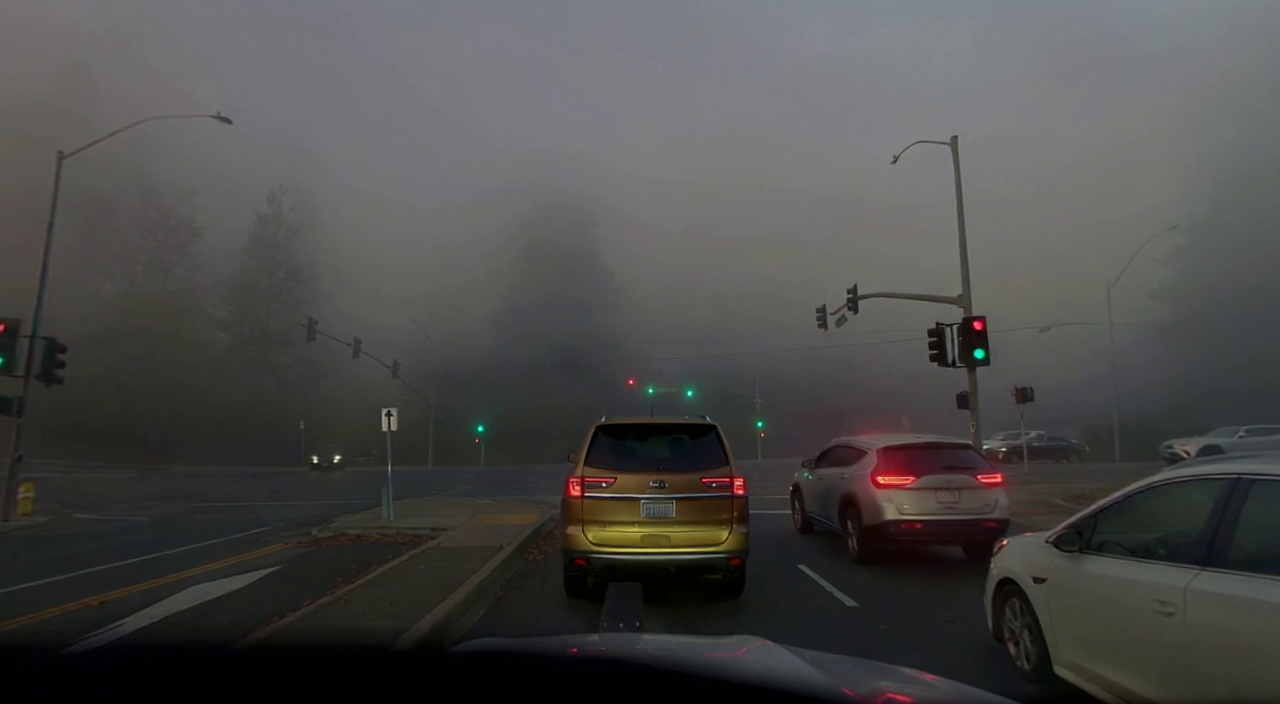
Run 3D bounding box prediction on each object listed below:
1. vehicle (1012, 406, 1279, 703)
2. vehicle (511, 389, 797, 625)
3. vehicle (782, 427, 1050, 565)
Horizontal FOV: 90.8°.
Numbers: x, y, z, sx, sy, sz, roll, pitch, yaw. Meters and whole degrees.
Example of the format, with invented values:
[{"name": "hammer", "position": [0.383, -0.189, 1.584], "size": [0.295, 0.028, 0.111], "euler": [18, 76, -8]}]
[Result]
[{"name": "vehicle", "position": [3.150, 0.818, 1.445], "size": [1.924, 1.466, 4.461], "euler": [0, -8, 1]}, {"name": "vehicle", "position": [0.106, 1.508, 7.133], "size": [2.170, 1.793, 4.468], "euler": [0, -8, 0]}, {"name": "vehicle", "position": [3.515, 1.894, 9.102], "size": [1.861, 1.495, 4.215], "euler": [0, -8, -1]}]
